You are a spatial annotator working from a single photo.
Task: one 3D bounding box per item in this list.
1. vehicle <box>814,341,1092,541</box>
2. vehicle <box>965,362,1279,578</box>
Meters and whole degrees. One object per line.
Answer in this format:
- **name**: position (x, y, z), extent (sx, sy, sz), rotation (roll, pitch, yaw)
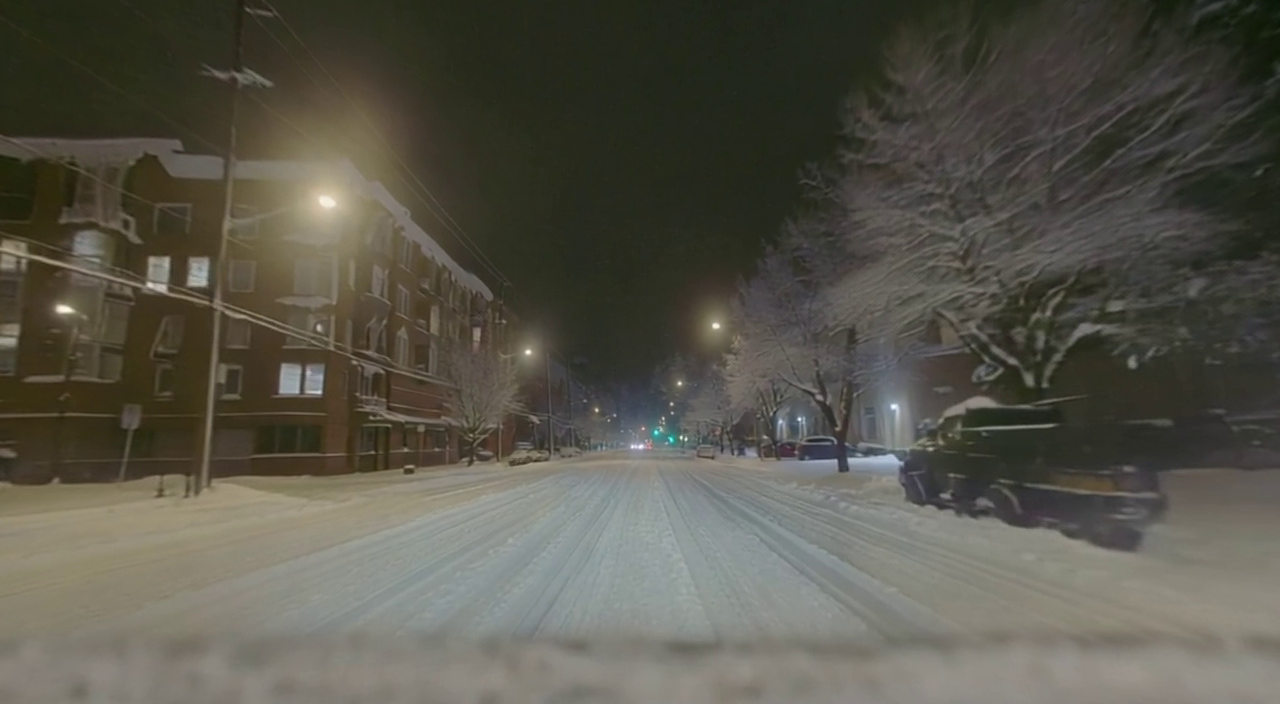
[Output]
- **vehicle**: position (6.001, 1.901, 13.552), extent (2.750, 3.269, 6.333), rotation (-1, -8, 1)
- **vehicle**: position (6.445, 1.546, 8.728), extent (2.021, 2.433, 3.088), rotation (0, -8, -1)
